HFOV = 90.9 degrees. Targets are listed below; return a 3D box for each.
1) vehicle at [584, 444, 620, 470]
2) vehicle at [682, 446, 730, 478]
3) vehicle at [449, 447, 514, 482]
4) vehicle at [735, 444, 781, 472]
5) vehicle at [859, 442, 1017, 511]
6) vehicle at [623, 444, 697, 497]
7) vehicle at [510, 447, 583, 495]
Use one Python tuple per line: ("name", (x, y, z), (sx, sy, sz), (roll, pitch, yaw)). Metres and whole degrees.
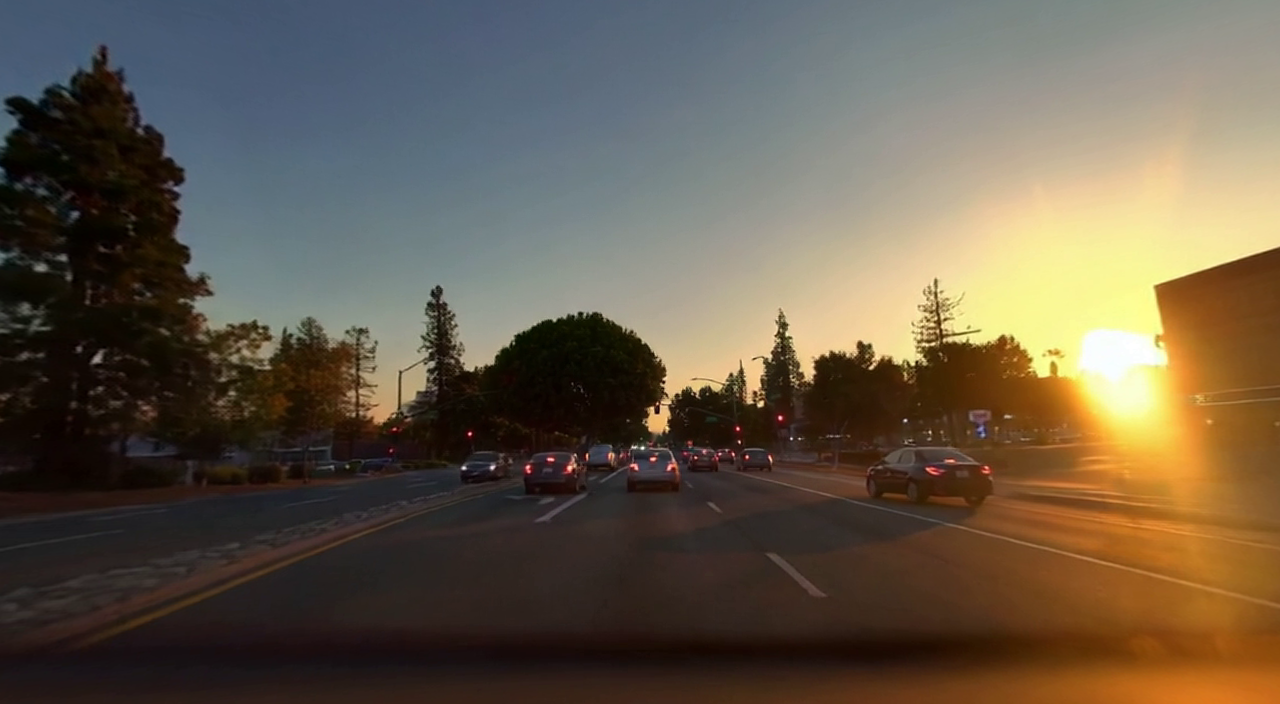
("vehicle", (-2.624, 7.358, 44.500), (2.219, 1.699, 4.090), (-1, -8, 2))
("vehicle", (3.341, 5.661, 32.821), (1.988, 1.528, 4.144), (0, -8, -1))
("vehicle", (-8.254, 5.883, 33.280), (2.212, 1.652, 4.376), (-1, -8, 1))
("vehicle", (7.603, 6.848, 41.064), (2.044, 1.701, 4.397), (0, -8, -1))
("vehicle", (7.424, 3.106, 16.295), (1.892, 1.515, 4.400), (0, -8, -1))
("vehicle", (0.581, 3.645, 19.796), (2.096, 1.473, 3.893), (0, -8, 0))
("vehicle", (-3.149, 4.065, 22.055), (1.938, 1.472, 4.399), (0, -8, -1))
